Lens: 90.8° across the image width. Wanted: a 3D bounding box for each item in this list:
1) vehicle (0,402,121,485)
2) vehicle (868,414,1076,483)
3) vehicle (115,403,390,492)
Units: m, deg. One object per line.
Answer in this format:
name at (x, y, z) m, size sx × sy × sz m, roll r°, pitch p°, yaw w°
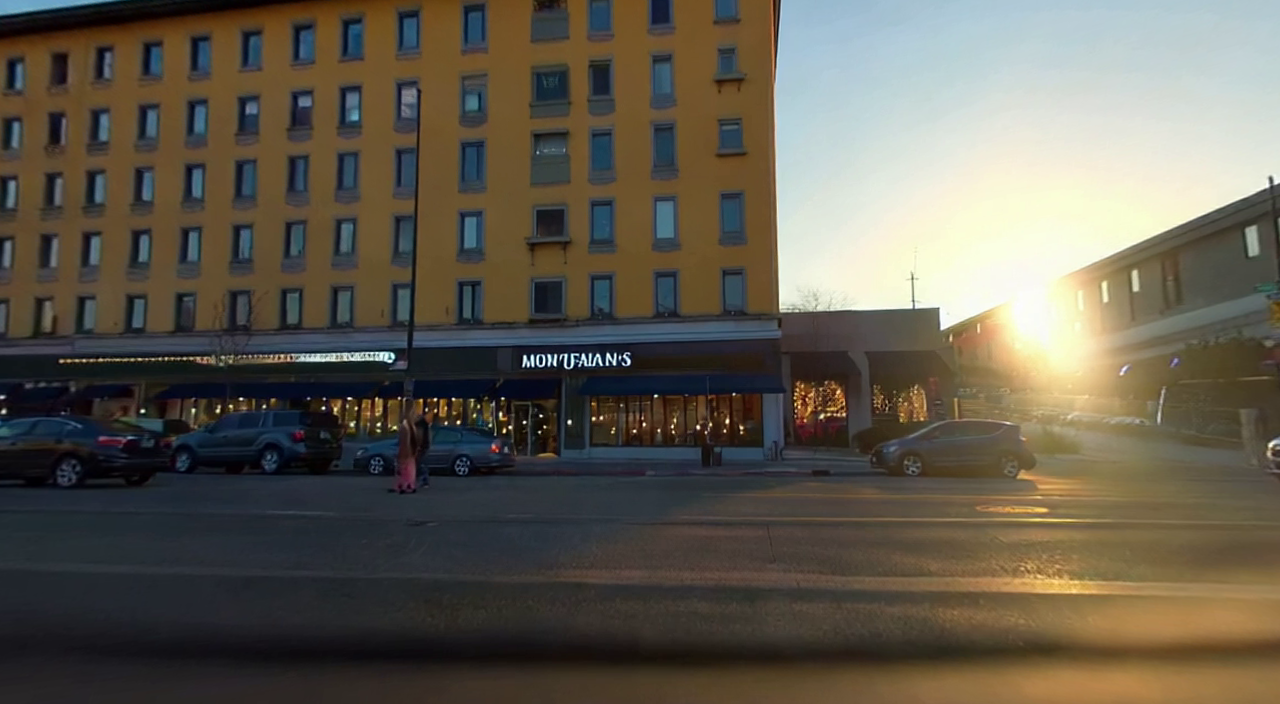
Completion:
vehicle at (-13.922, 1.912, 13.113) m, size 4.597 × 1.544 × 2.158 m, roll -1°, pitch -9°, yaw 7°
vehicle at (8.625, 2.563, 16.770) m, size 4.410 × 1.687 × 1.834 m, roll -1°, pitch -9°, yaw 5°
vehicle at (-7.258, 1.817, 11.985) m, size 4.330 × 1.458 × 1.932 m, roll -3°, pitch -9°, yaw 16°
